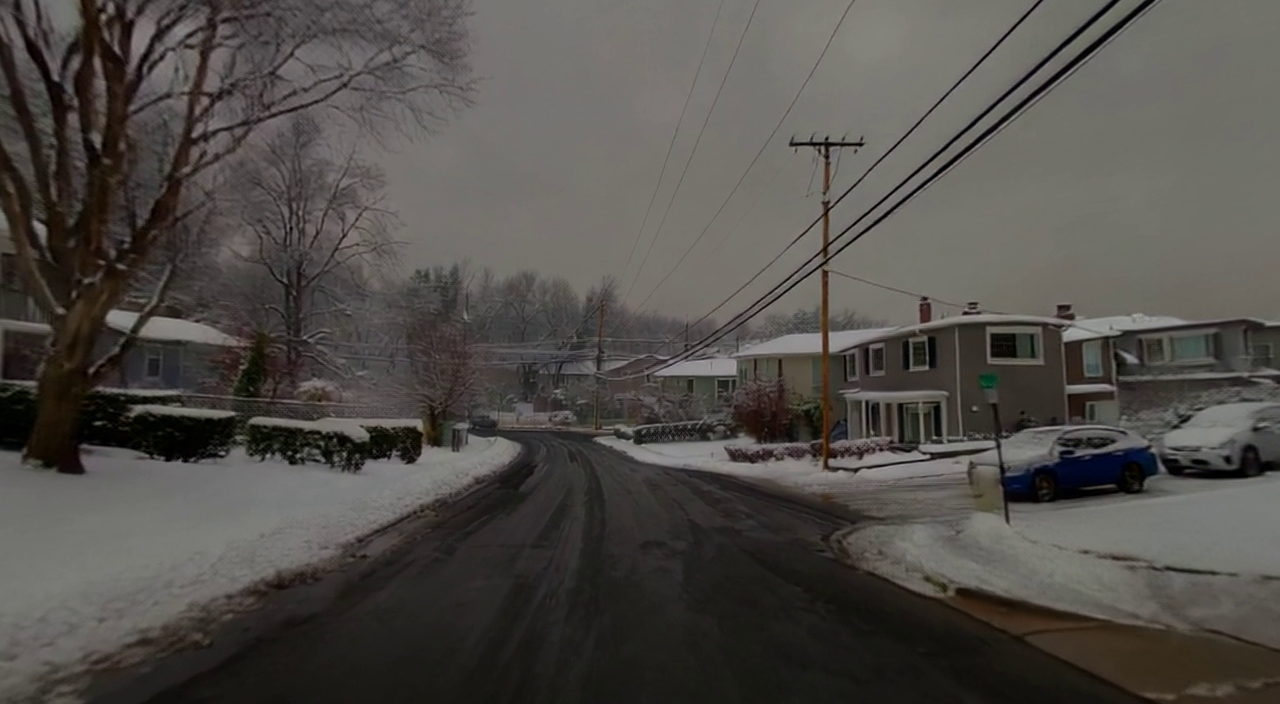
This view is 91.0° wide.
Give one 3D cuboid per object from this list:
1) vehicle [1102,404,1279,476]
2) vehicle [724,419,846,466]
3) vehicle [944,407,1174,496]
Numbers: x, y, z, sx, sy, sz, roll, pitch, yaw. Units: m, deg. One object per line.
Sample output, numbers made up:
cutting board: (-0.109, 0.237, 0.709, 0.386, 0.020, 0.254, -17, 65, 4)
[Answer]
vehicle: (15.542, 2.472, 17.582, 4.451, 1.784, 2.028, 3, -9, -22)
vehicle: (7.113, 4.475, 30.751, 5.663, 1.913, 2.170, 7, -12, -26)
vehicle: (10.263, 2.481, 15.576, 4.443, 1.948, 2.230, 3, -11, -17)
